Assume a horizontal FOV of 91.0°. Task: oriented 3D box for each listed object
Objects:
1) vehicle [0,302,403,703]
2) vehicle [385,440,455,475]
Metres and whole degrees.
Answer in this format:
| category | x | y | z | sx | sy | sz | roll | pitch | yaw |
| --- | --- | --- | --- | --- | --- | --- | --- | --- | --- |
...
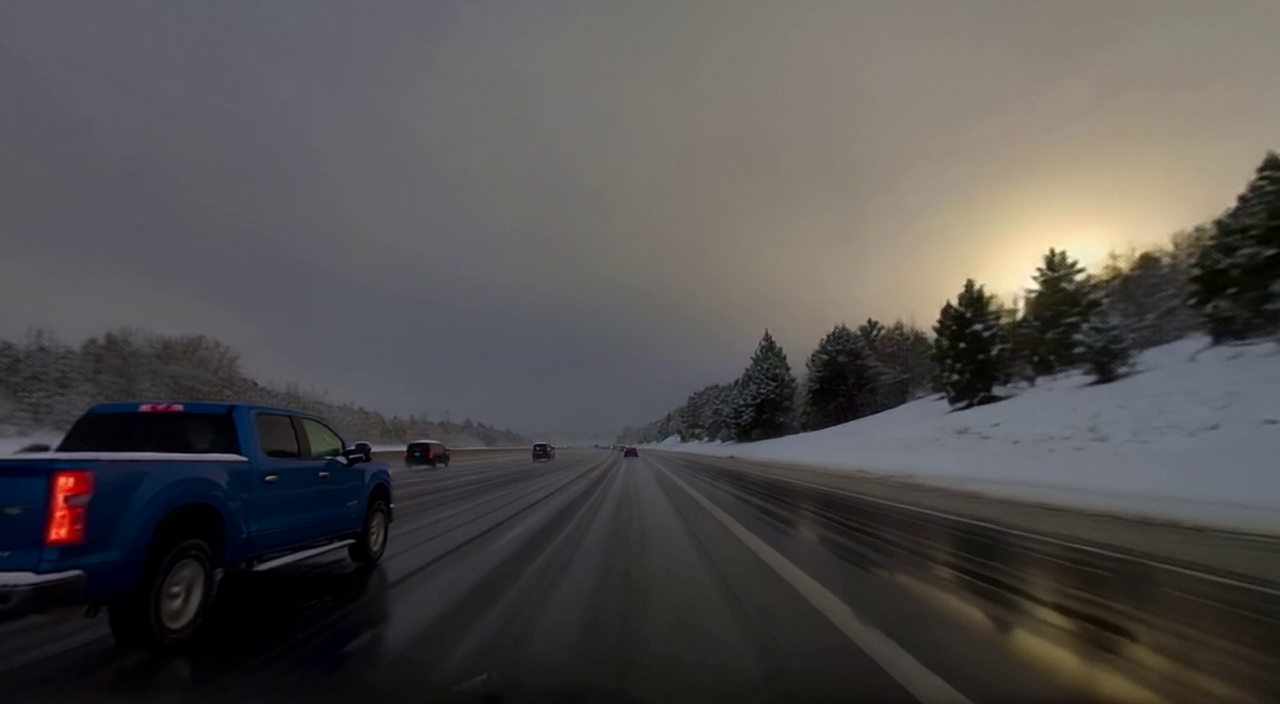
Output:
| category | x | y | z | sx | sy | sz | roll | pitch | yaw |
| --- | --- | --- | --- | --- | --- | --- | --- | --- | --- |
| vehicle | -4.239 | 1.066 | 4.944 | 2.339 | 2.004 | 6.171 | 0 | -9 | 0 |
| vehicle | -11.475 | 5.532 | 33.196 | 2.106 | 1.692 | 4.458 | 0 | -9 | -1 |
